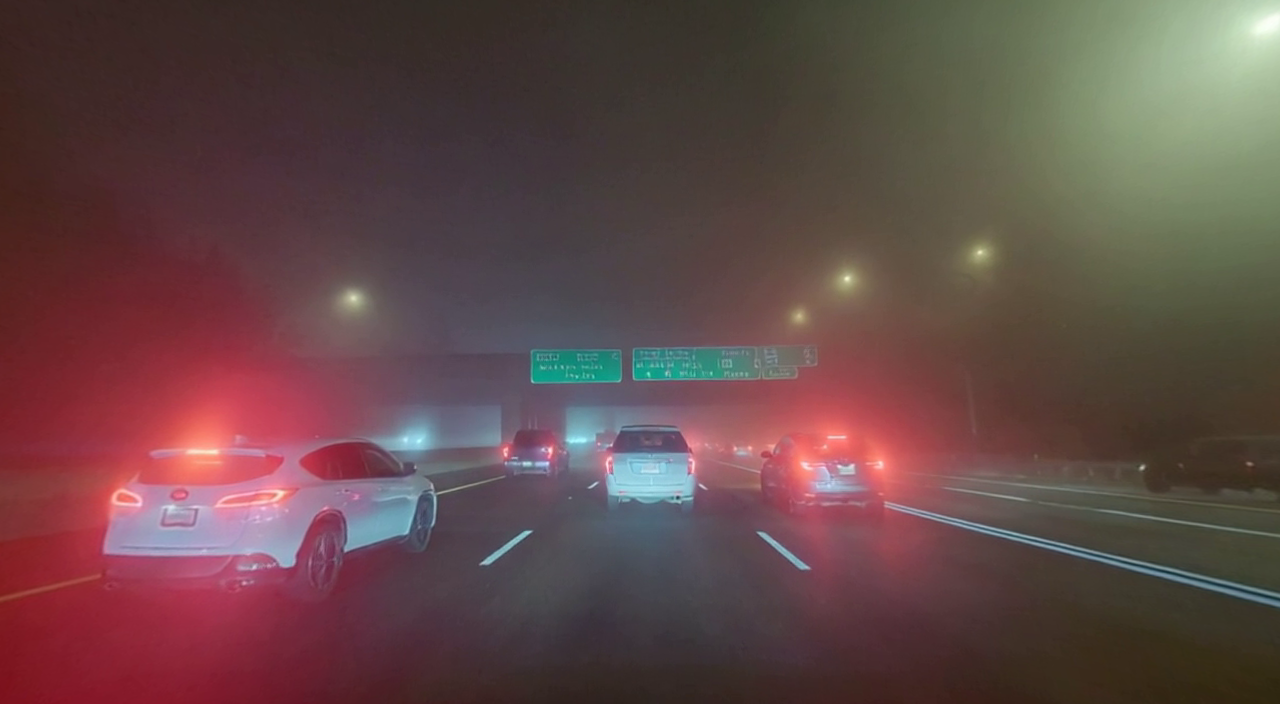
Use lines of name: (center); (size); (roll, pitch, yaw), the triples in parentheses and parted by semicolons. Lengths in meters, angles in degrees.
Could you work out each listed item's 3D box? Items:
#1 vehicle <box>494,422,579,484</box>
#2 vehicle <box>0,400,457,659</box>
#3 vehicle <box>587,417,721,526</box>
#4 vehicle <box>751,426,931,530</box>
vehicle: (-3.891, 3.961, 24.915); (2.212, 2.101, 6.052); (0, -9, 1)
vehicle: (-3.600, 1.454, 6.343); (2.014, 1.579, 4.761); (0, -9, 1)
vehicle: (0.238, 2.274, 12.439); (2.181, 1.756, 4.167); (0, -9, 0)
vehicle: (3.642, 2.378, 12.475); (2.022, 1.633, 4.651); (0, -9, 0)
